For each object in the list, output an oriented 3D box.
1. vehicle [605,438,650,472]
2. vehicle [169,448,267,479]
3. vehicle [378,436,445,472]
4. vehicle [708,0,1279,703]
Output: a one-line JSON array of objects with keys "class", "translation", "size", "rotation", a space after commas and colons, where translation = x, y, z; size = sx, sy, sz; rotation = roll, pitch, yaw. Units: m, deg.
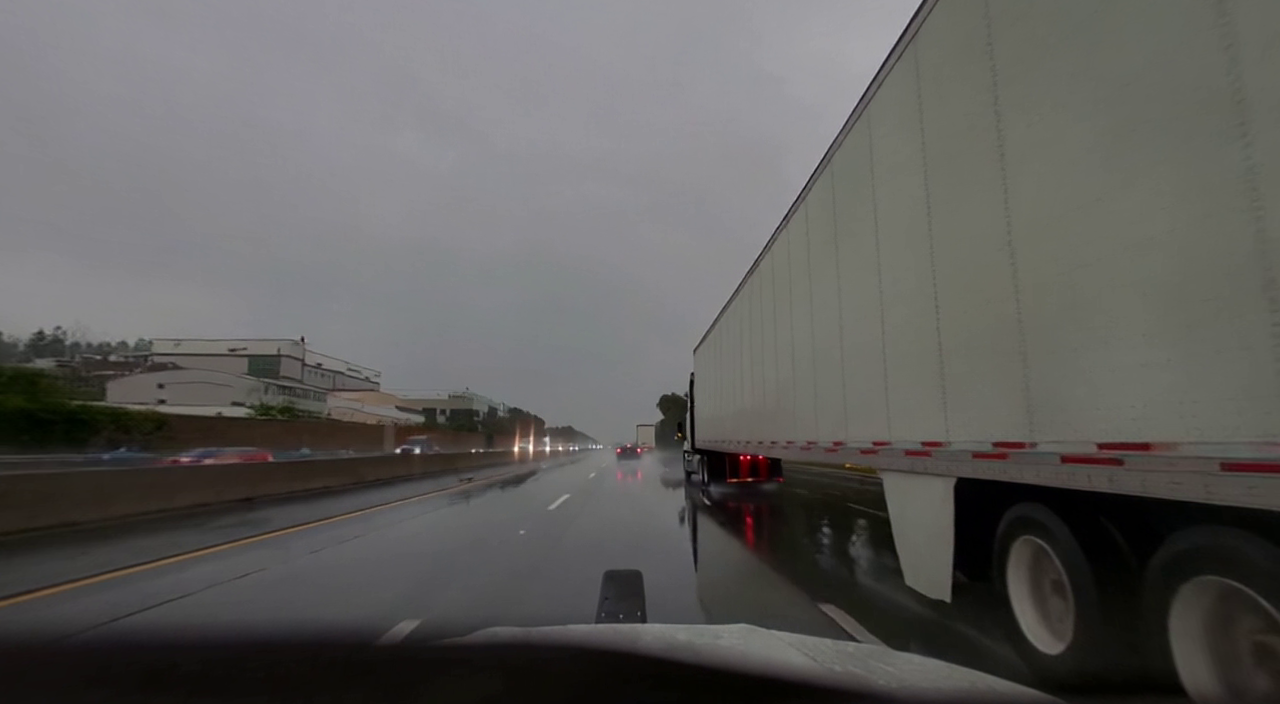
[{"class": "vehicle", "translation": [-0.669, 5.453, 33.517], "size": [2.191, 1.685, 4.015], "rotation": [0, -9, -1]}, {"class": "vehicle", "translation": [-21.798, 5.774, 32.899], "size": [2.109, 1.470, 4.501], "rotation": [0, -9, -2]}, {"class": "vehicle", "translation": [-14.545, 6.526, 40.594], "size": [2.213, 2.161, 5.648], "rotation": [0, -9, -1]}, {"class": "vehicle", "translation": [3.355, 0.395, 7.998], "size": [2.996, 4.123, 15.965], "rotation": [0, -9, -1]}]
